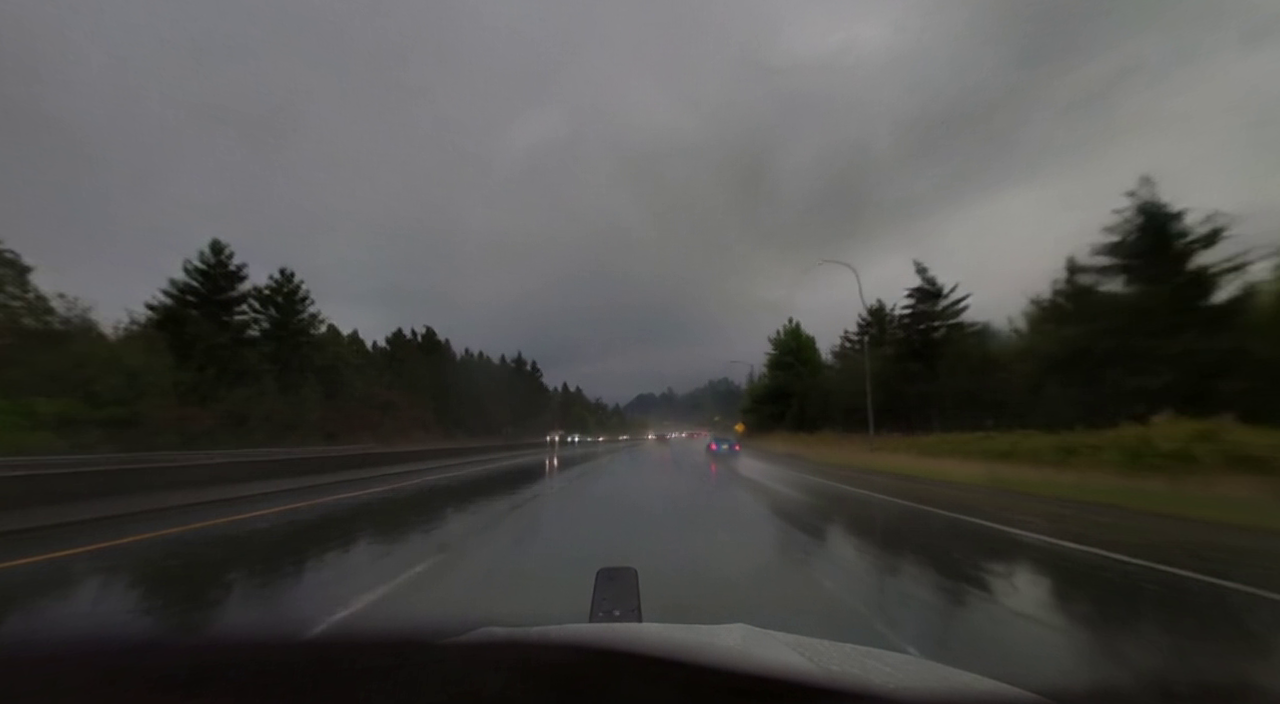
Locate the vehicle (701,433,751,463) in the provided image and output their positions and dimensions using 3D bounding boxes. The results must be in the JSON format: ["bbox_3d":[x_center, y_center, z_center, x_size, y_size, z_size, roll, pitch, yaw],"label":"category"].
[{"bbox_3d":[4.356,4.948,32.567,1.982,1.452,4.294,0,-8,0],"label":"vehicle"}]
